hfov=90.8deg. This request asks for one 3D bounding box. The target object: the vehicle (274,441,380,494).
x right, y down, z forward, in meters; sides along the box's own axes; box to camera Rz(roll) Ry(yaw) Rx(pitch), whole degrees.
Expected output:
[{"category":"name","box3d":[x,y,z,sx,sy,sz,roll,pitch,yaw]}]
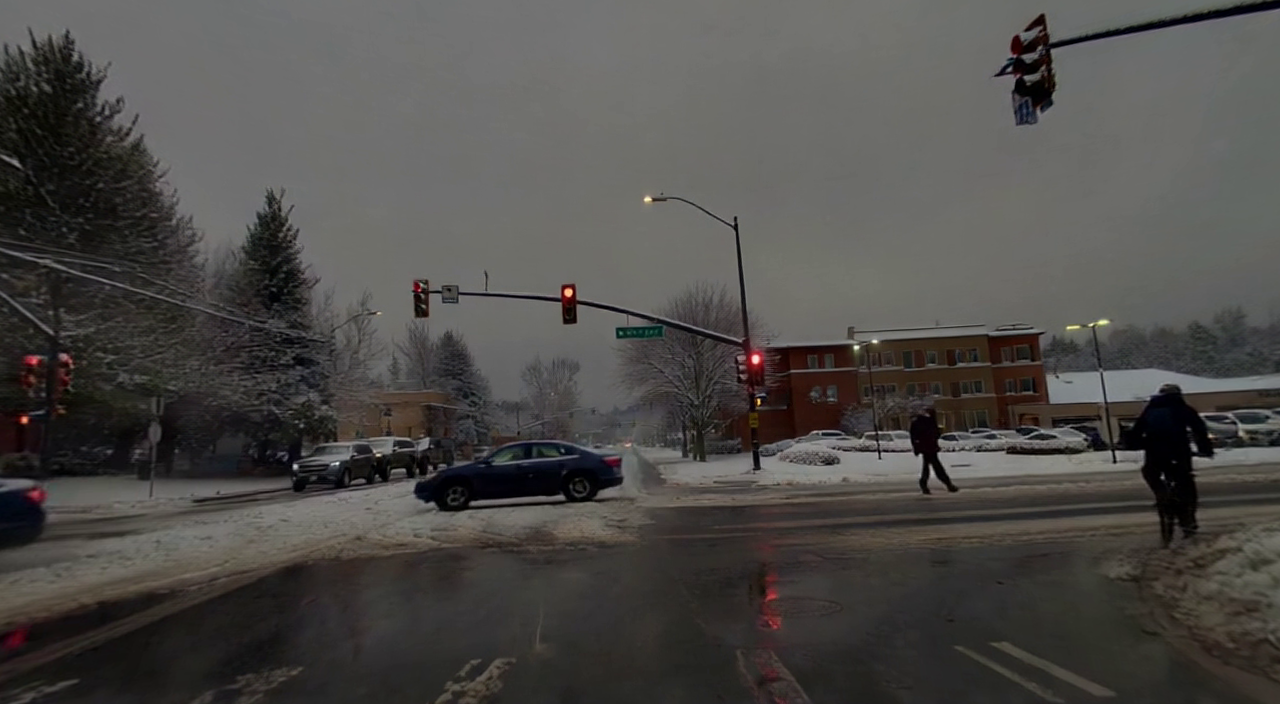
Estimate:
[{"category":"vehicle","box3d":[-13.734,5.063,28.148,2.251,1.957,4.968,-4,-9,-1]}]

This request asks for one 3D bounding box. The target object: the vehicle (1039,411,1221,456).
[{"category":"vehicle","box3d":[16.933,2.902,22.118,4.560,1.453,1.851,-3,-9,18]}]

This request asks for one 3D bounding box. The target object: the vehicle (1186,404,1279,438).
[{"category":"vehicle","box3d":[34.902,4.021,36.662,4.326,1.511,1.725,-8,-9,17]}]

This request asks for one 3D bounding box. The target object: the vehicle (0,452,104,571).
[{"category":"vehicle","box3d":[-9.078,1.812,6.867,1.755,1.419,4.533,-4,-10,24]}]

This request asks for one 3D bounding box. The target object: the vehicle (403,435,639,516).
[{"category":"vehicle","box3d":[-2.397,2.426,12.809,4.385,1.419,1.855,3,-9,-18]}]
